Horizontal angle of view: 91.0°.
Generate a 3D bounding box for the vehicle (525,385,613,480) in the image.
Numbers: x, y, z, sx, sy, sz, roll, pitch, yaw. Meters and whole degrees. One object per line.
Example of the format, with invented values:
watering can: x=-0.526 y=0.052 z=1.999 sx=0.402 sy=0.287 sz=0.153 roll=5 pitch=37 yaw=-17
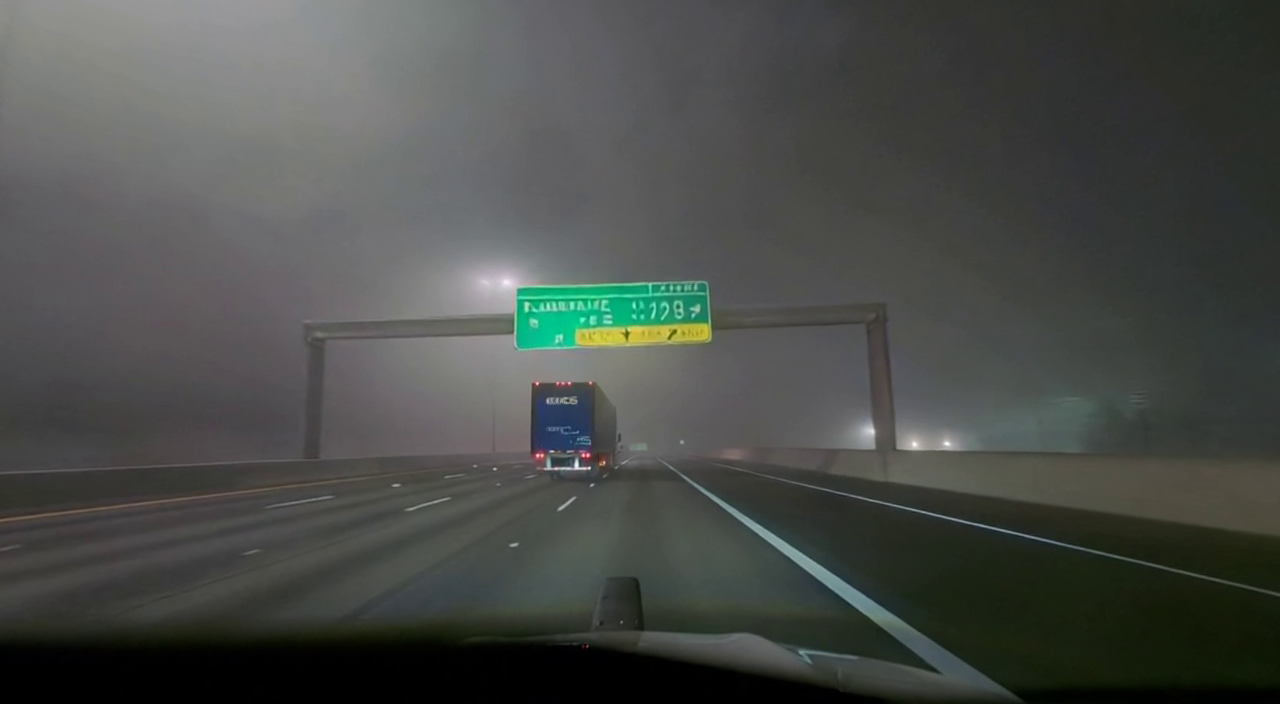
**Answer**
vehicle: x=-3.206 y=4.207 z=31.979 sx=3.059 sy=3.956 sz=11.036 roll=0 pitch=-9 yaw=0
